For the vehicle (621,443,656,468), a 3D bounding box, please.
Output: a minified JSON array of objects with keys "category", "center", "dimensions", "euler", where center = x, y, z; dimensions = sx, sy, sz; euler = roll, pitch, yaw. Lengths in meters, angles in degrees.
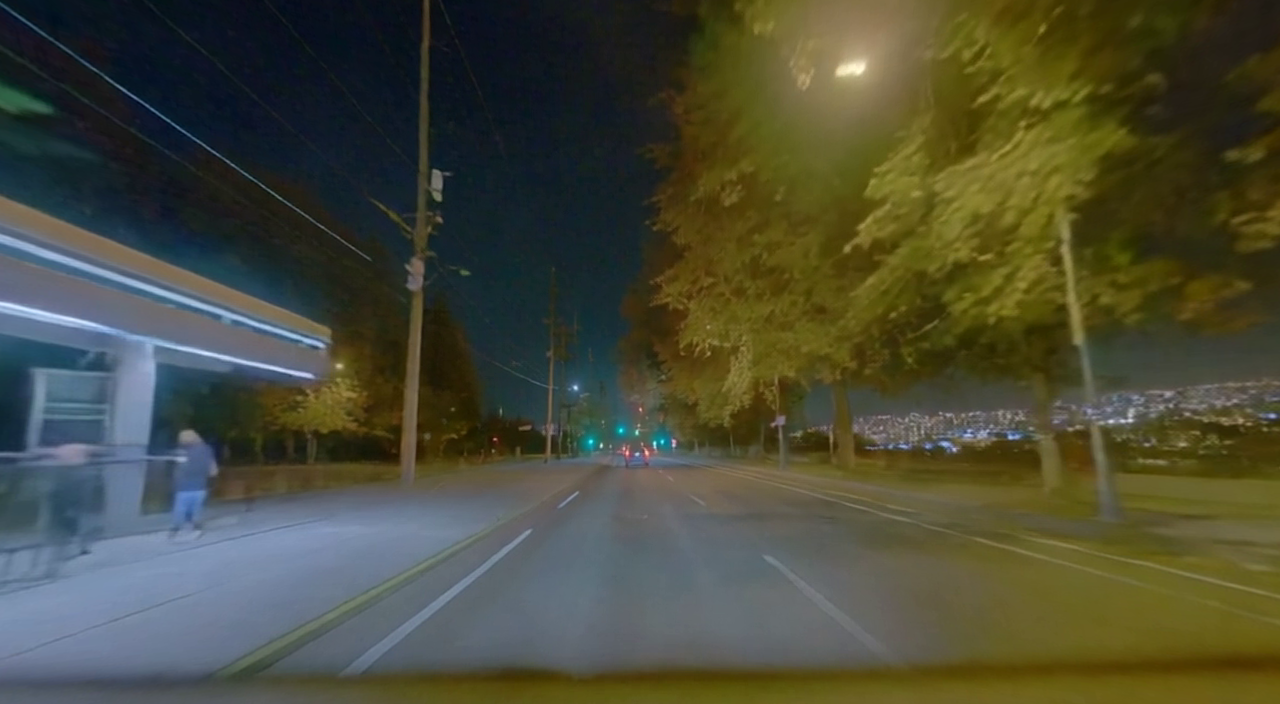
[{"category":"vehicle","center":[-0.166,6.590,40.571],"dimensions":[2.109,1.501,4.042],"euler":[0,-8,-2]}]
